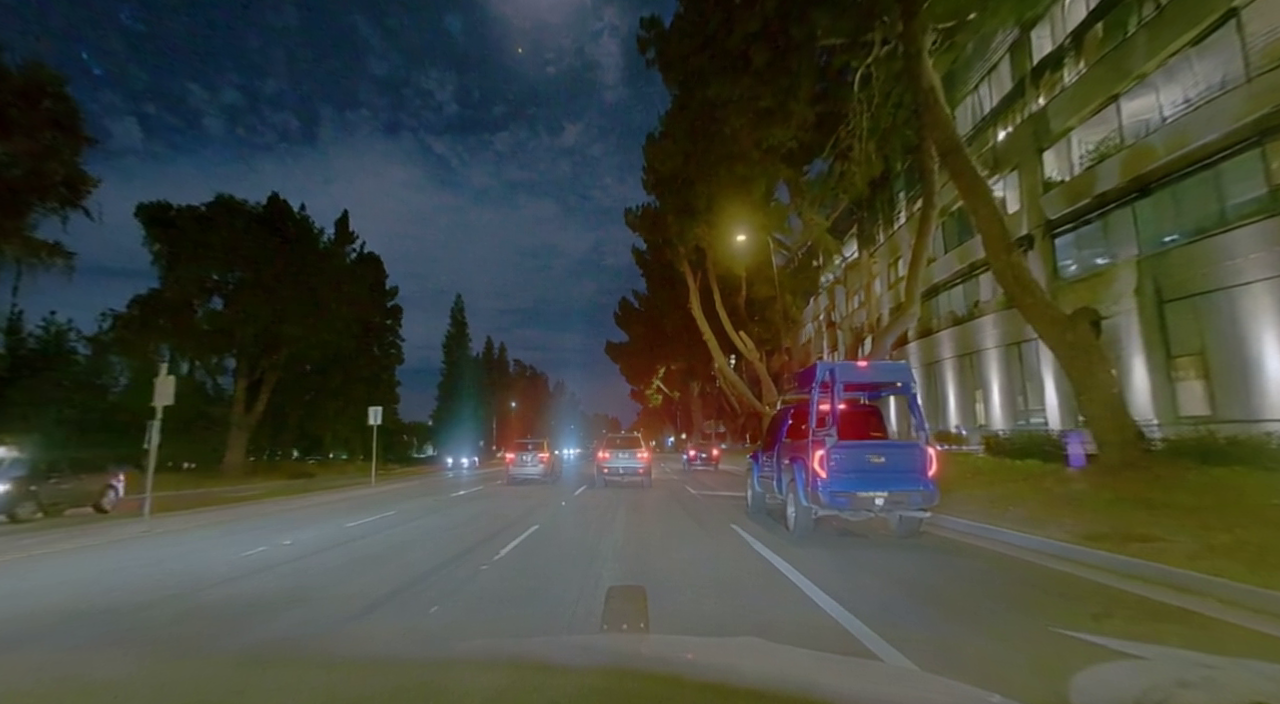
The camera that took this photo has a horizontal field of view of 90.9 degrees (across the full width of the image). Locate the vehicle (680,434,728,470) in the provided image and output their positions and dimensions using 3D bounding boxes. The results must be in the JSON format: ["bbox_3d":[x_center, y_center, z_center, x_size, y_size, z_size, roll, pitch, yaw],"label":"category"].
[{"bbox_3d":[3.638,5.802,36.591,2.183,1.948,4.633,0,-8,-2],"label":"vehicle"}]

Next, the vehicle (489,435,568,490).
[{"bbox_3d":[-3.599,3.627,21.047,1.894,1.642,3.861,0,-8,1],"label":"vehicle"}]

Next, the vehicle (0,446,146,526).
[{"bbox_3d":[-15.047,3.258,15.725,1.889,1.743,4.296,-2,-8,1],"label":"vehicle"}]

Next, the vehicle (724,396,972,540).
[{"bbox_3d":[3.394,2.115,12.162,2.655,2.054,6.098,0,-8,0],"label":"vehicle"}]

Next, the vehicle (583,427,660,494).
[{"bbox_3d":[-0.466,3.215,18.966,2.075,1.770,4.018,0,-8,1],"label":"vehicle"}]
